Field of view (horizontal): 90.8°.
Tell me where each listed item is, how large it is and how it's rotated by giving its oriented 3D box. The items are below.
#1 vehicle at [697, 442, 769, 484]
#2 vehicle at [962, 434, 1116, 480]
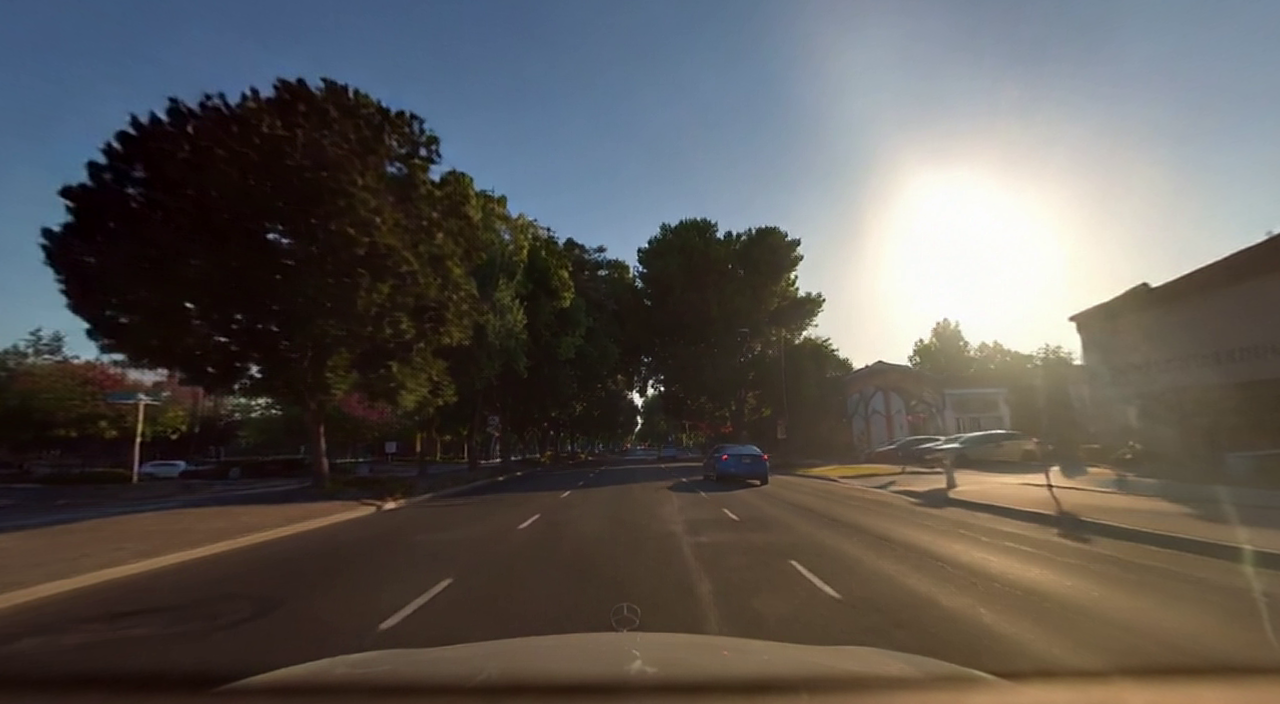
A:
[{"bbox_3d":[3.576,4.368,25.224,2.033,1.482,4.571,0,-8,-2],"label":"vehicle"},{"bbox_3d":[15.795,4.183,25.202,4.684,1.448,2.090,-3,-8,-3],"label":"vehicle"}]
